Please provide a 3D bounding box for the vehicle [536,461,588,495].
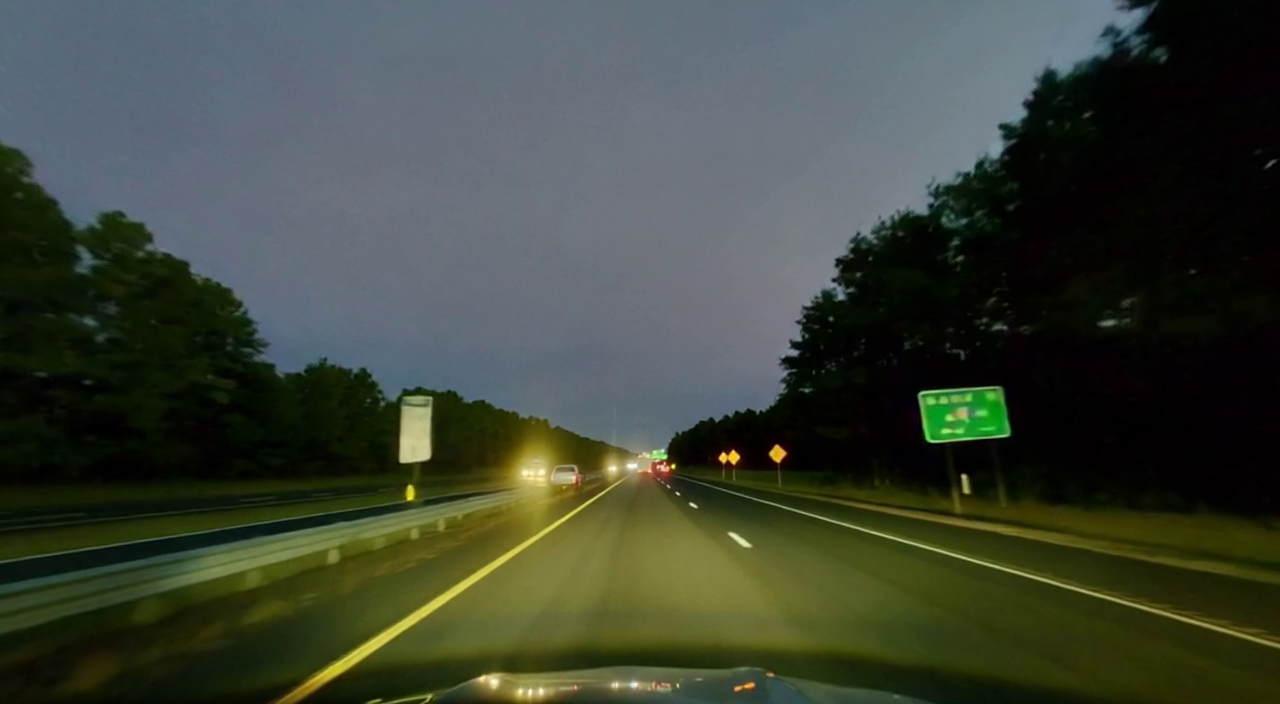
[{"bbox_3d":[-3.945,6.478,32.540,2.180,1.618,4.219,1,-10,-1],"label":"vehicle"}]
